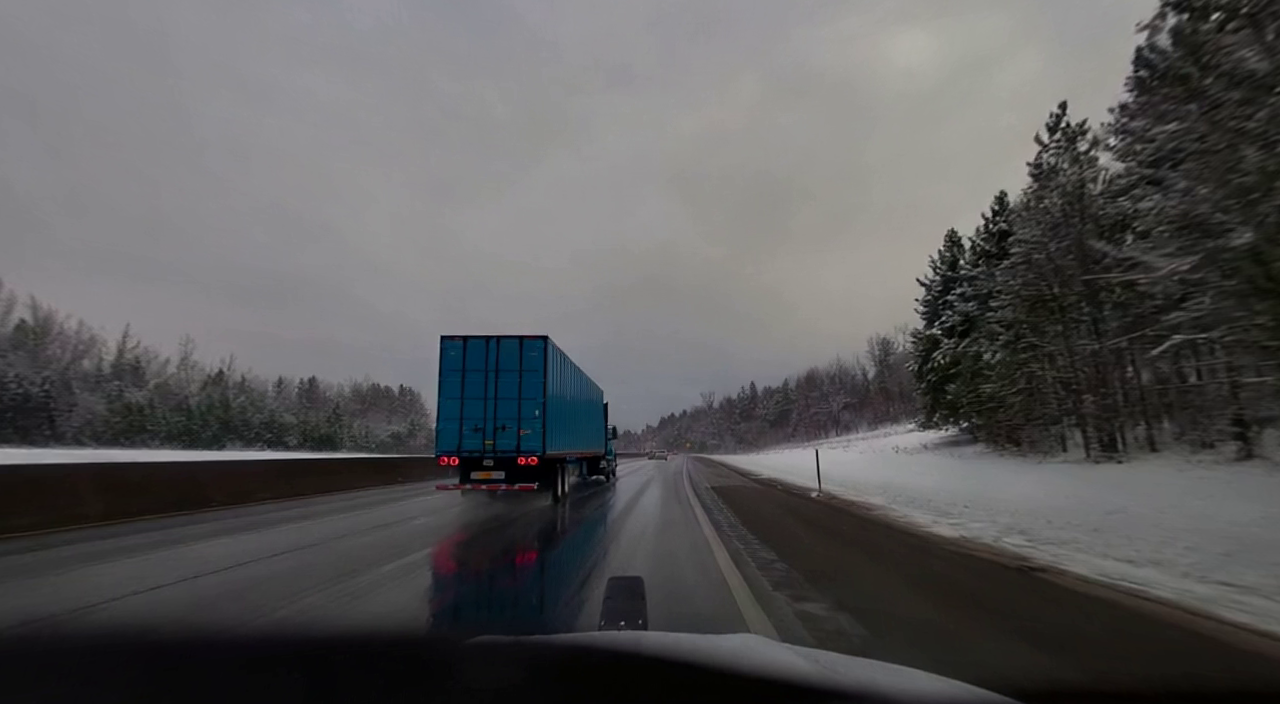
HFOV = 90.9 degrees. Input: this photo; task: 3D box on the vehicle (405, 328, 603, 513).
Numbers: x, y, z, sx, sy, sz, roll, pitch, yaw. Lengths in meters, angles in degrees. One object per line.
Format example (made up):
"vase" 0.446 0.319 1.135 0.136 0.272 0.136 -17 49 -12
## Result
"vehicle" -3.422 2.595 21.207 2.851 4.098 14.436 0 -9 2
